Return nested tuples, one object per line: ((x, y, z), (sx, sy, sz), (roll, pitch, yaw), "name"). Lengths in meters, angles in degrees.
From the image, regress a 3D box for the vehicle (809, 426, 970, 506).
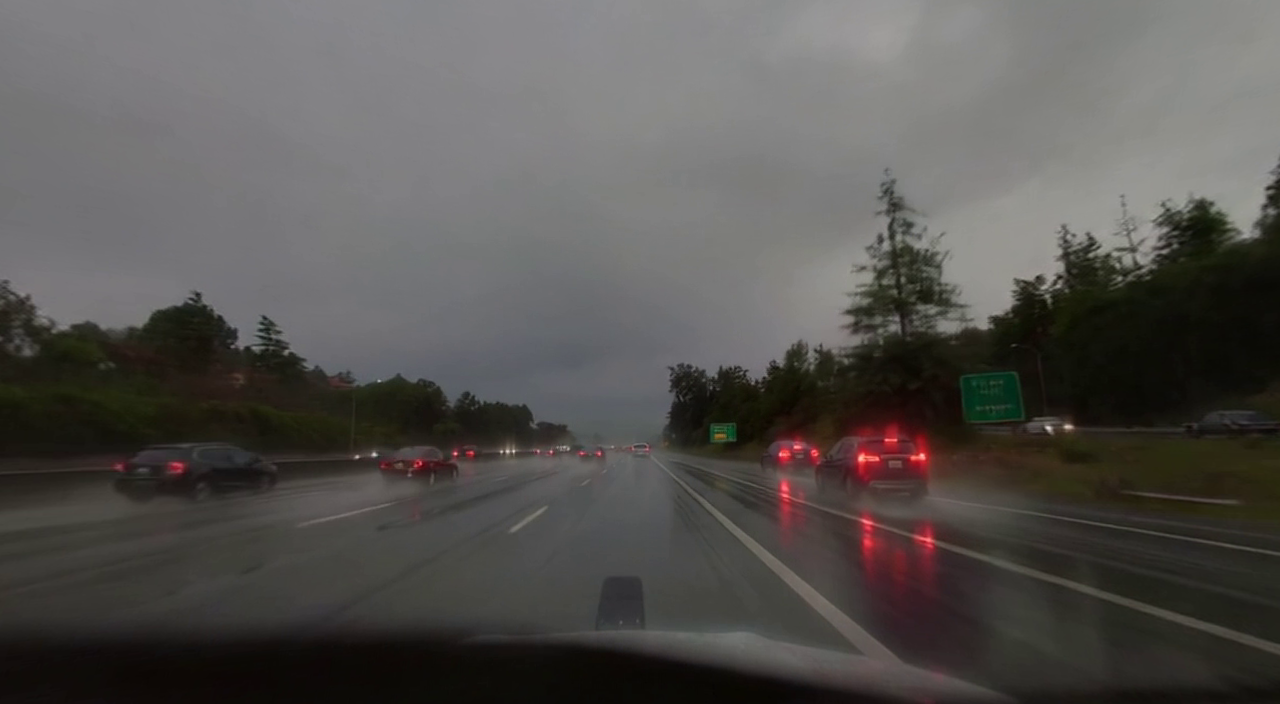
((6.387, 3.004, 16.940), (2.259, 1.816, 4.862), (0, -9, -1), "vehicle")

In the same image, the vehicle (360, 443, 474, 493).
((-7.362, 3.867, 21.385), (2.071, 1.486, 4.703), (0, -9, 1), "vehicle")

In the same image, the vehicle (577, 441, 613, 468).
((-3.422, 7.888, 48.676), (2.288, 1.962, 5.119), (0, -9, 1), "vehicle")

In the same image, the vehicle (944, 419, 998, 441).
((25.810, 6.118, 49.260), (1.878, 1.569, 4.144), (0, -9, -1), "vehicle")

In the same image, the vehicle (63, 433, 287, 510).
((-11.141, 2.883, 15.647), (2.107, 1.628, 4.446), (0, -9, 1), "vehicle")

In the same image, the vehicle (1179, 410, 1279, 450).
((25.980, 3.393, 26.943), (1.884, 1.571, 4.352), (0, -9, -1), "vehicle")
